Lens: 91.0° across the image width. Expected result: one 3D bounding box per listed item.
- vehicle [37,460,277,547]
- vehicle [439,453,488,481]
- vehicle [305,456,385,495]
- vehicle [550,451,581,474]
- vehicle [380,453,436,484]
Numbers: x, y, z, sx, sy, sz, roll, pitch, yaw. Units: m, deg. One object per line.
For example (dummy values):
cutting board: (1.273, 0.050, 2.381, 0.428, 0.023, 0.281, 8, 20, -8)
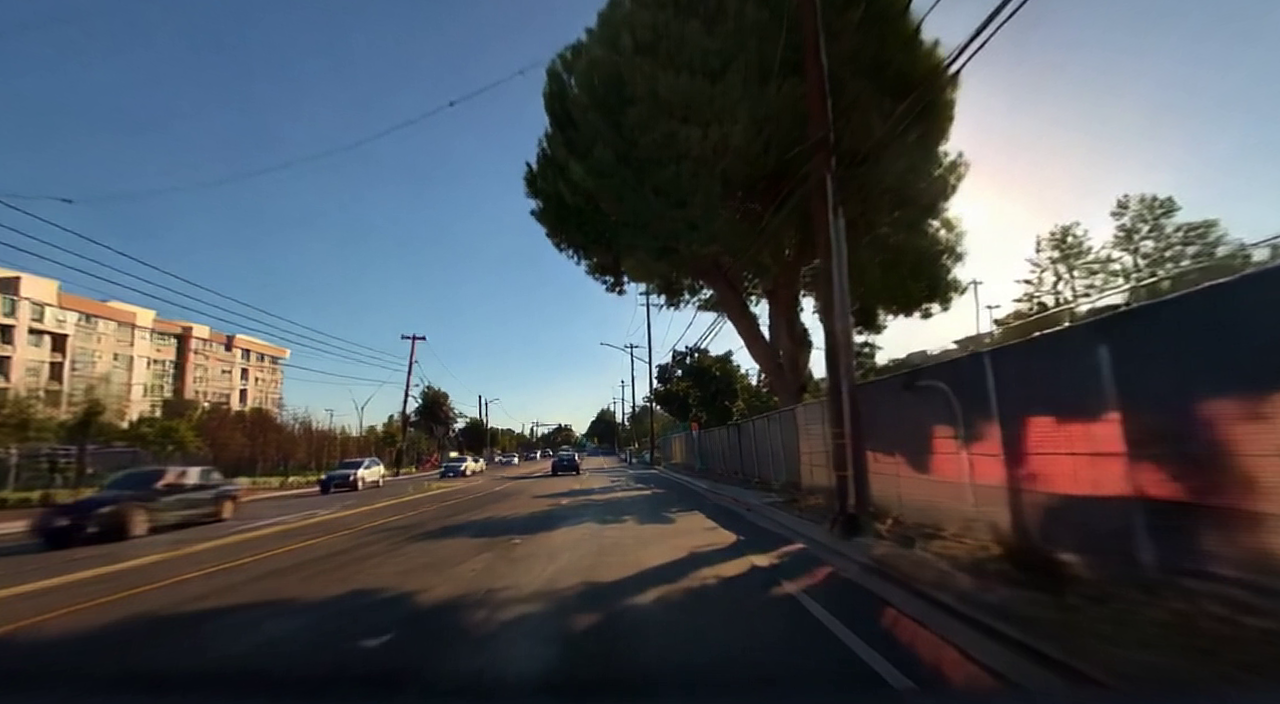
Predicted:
vehicle: (-10.323, 3.210, 14.035, 1.911, 1.508, 4.448, 1, -9, -2)
vehicle: (-11.521, 7.534, 41.436, 2.043, 1.654, 4.642, 1, -9, -3)
vehicle: (-15.100, 6.308, 32.561, 2.017, 1.778, 4.791, 1, -9, -3)
vehicle: (-5.193, 7.728, 44.259, 1.992, 1.515, 4.289, 1, -9, -5)
vehicle: (-15.591, 7.846, 42.628, 2.165, 1.907, 5.062, 1, -9, -4)
